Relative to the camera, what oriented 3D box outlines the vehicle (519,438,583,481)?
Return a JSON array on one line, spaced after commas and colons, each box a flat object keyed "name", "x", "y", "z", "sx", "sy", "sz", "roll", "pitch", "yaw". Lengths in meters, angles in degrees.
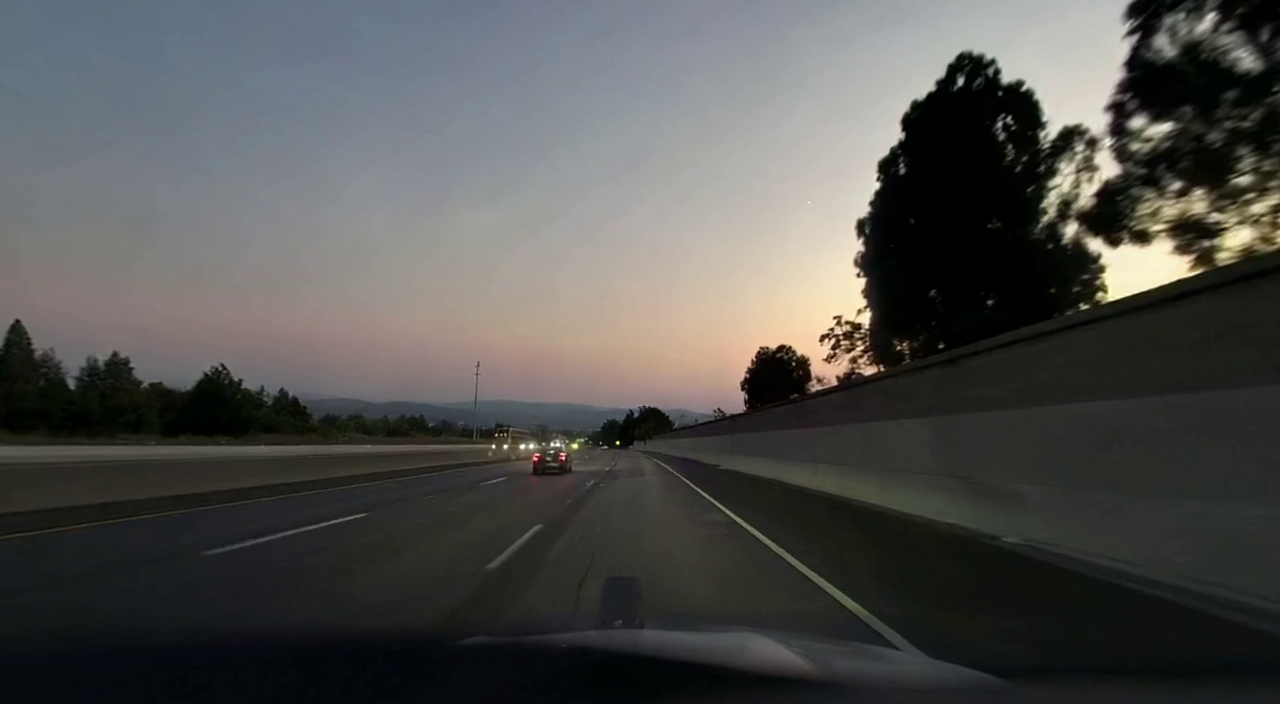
[{"name": "vehicle", "x": -3.774, "y": 4.656, "z": 27.478, "sx": 2.133, "sy": 1.683, "sz": 4.340, "roll": 1, "pitch": -9, "yaw": 0}]
